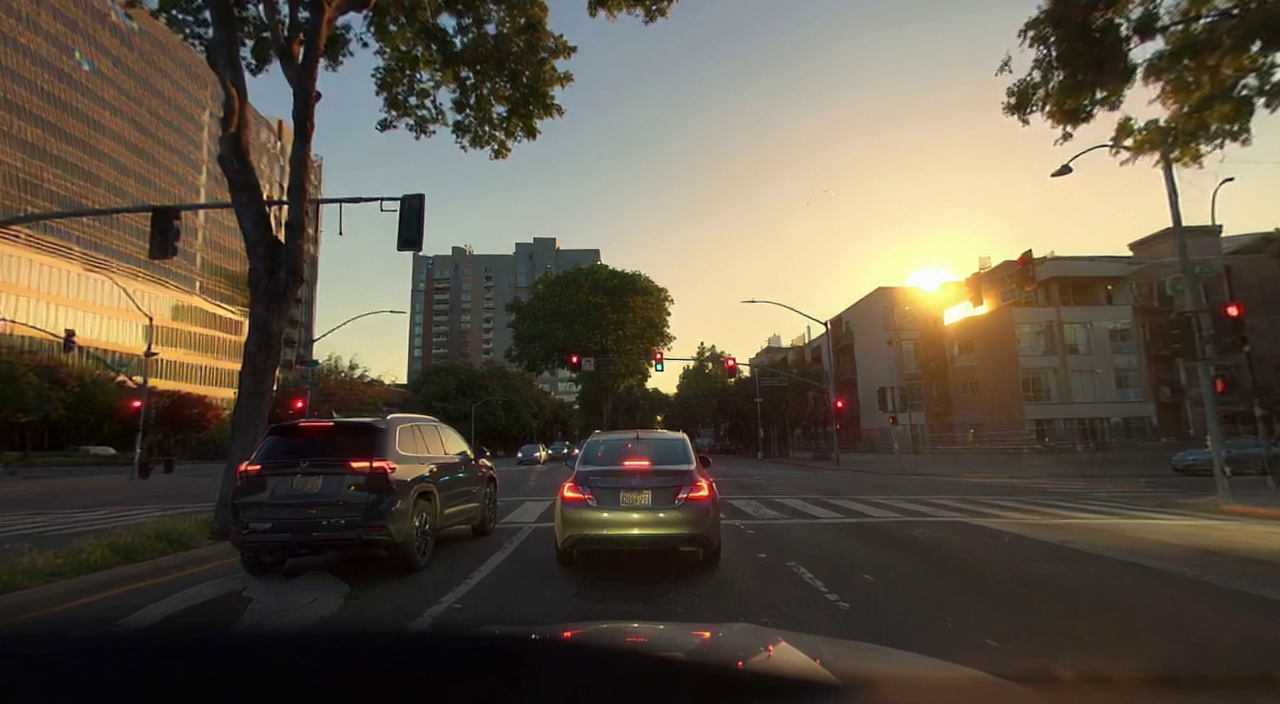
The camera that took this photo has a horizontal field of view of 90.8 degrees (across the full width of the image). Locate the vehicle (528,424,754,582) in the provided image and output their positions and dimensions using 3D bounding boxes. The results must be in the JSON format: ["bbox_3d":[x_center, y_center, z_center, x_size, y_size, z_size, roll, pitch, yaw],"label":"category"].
[{"bbox_3d":[0.023,1.756,8.144,2.190,1.522,3.850,0,-8,0],"label":"vehicle"}]

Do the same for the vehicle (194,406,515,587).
[{"bbox_3d":[-3.177,1.709,8.327,2.081,1.719,4.434,0,-8,1],"label":"vehicle"}]
